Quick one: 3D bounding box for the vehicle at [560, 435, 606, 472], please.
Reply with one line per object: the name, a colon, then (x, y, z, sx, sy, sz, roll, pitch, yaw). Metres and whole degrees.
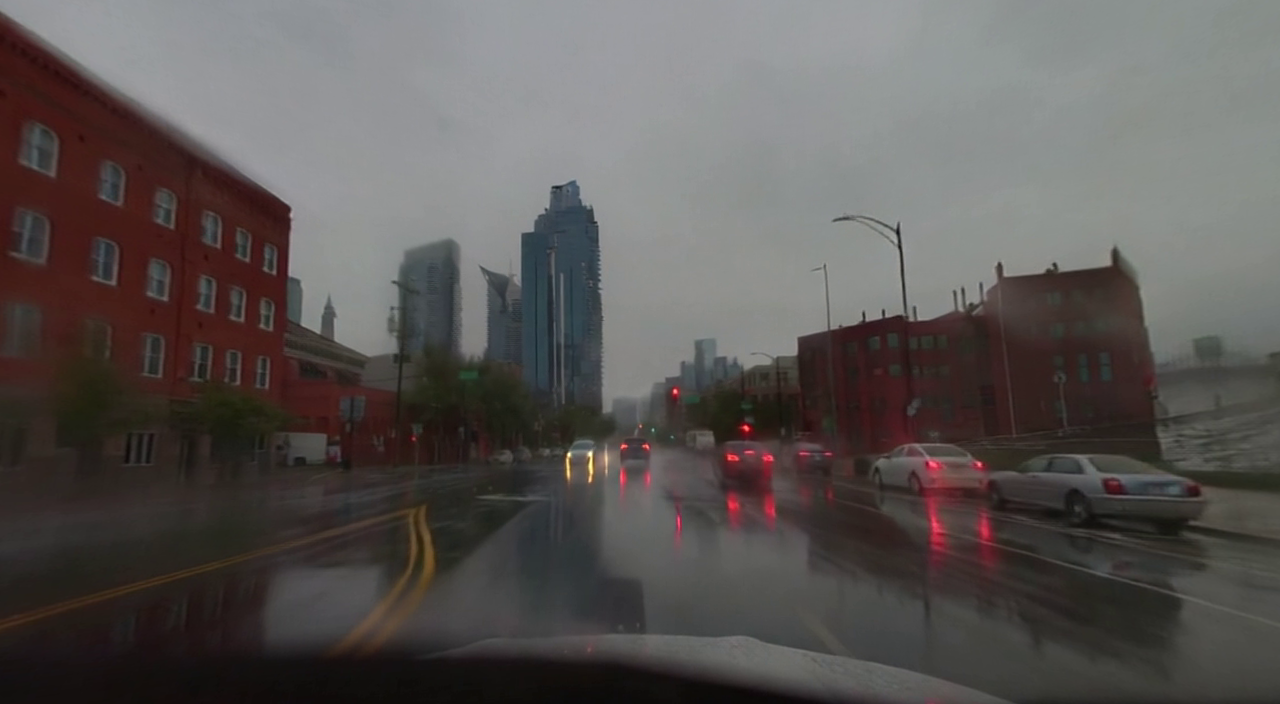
vehicle: (-2.973, 5.413, 33.742, 2.297, 1.812, 4.244, 0, -8, -3)

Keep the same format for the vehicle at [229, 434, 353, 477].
vehicle: (-23.604, 7.011, 43.028, 6.679, 2.794, 2.850, 0, -9, 2)

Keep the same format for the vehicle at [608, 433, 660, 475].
vehicle: (-0.251, 4.873, 30.419, 2.329, 1.842, 4.537, 0, -8, 0)

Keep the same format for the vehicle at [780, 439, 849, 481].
vehicle: (8.053, 4.979, 29.629, 1.959, 1.719, 4.538, 1, -7, 0)

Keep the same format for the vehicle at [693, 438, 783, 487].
vehicle: (3.257, 3.796, 22.133, 2.238, 1.499, 4.964, 0, -8, -2)

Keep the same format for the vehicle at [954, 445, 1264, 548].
vehicle: (8.192, 2.507, 11.830, 2.054, 1.455, 4.786, 0, -8, -1)

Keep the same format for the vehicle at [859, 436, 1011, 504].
vehicle: (8.116, 3.232, 17.969, 1.963, 1.649, 4.562, 1, -8, -2)
